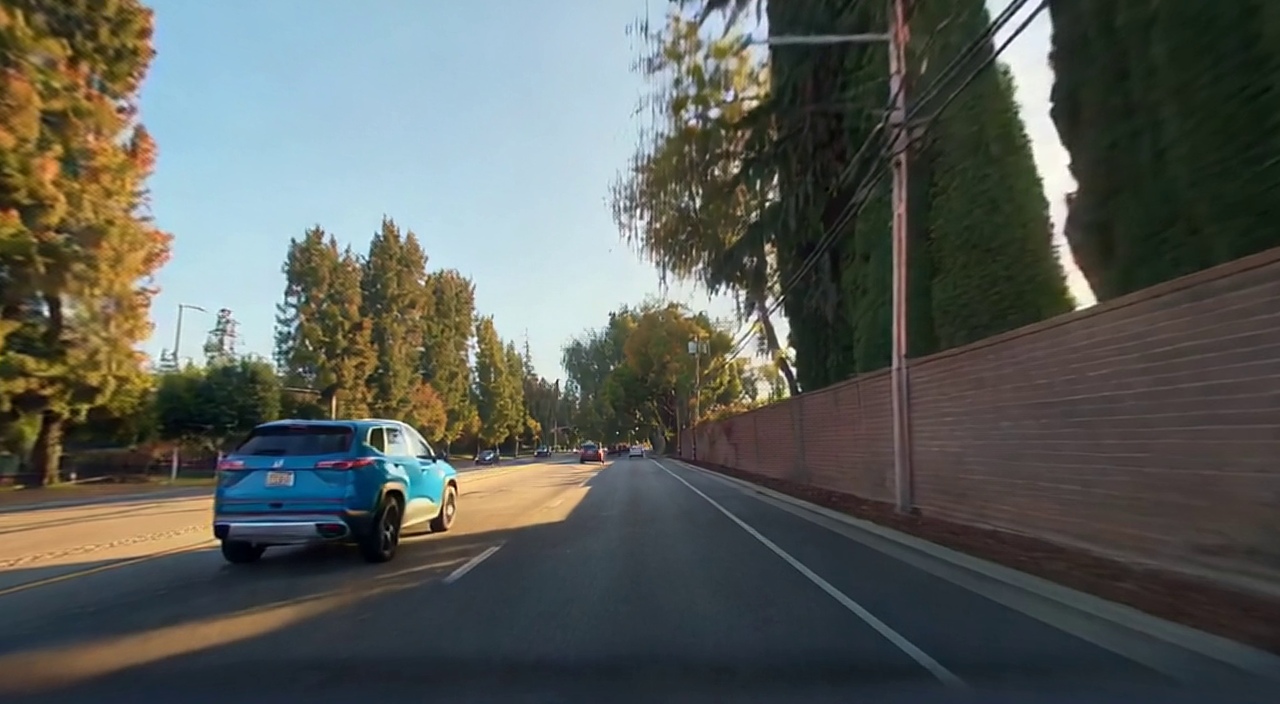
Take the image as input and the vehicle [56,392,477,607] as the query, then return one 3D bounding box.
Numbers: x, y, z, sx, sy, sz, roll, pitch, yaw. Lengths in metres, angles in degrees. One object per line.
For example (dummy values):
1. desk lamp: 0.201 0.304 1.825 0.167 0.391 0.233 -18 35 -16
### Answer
1. vehicle: -3.628 1.525 7.448 2.147 1.730 4.555 0 -8 0
